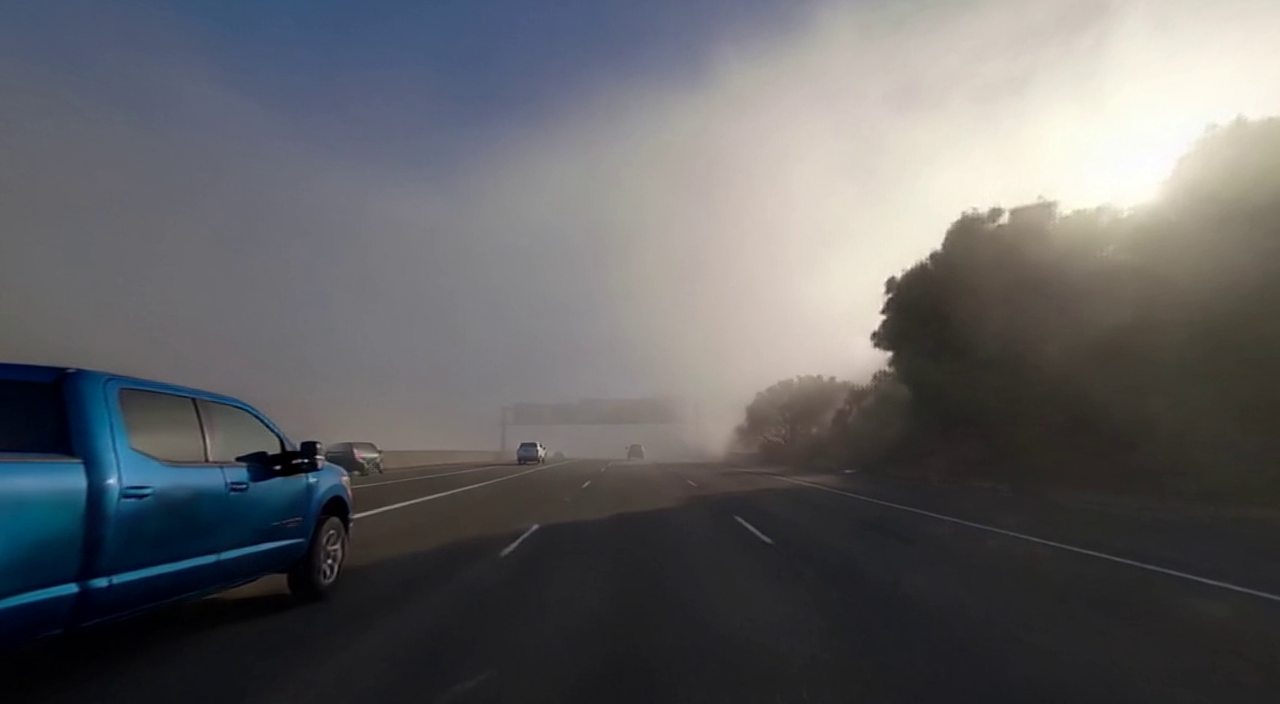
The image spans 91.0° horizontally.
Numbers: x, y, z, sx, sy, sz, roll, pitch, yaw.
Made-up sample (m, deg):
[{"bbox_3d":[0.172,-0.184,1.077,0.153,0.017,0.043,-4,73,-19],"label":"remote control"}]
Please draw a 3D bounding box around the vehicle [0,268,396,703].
[{"bbox_3d":[-3.898,0.831,3.843,2.339,2.004,6.171,0,-9,0],"label":"vehicle"}]

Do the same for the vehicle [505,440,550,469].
[{"bbox_3d":[-7.942,7.277,45.061,2.260,1.917,5.499,0,-9,-1],"label":"vehicle"}]
